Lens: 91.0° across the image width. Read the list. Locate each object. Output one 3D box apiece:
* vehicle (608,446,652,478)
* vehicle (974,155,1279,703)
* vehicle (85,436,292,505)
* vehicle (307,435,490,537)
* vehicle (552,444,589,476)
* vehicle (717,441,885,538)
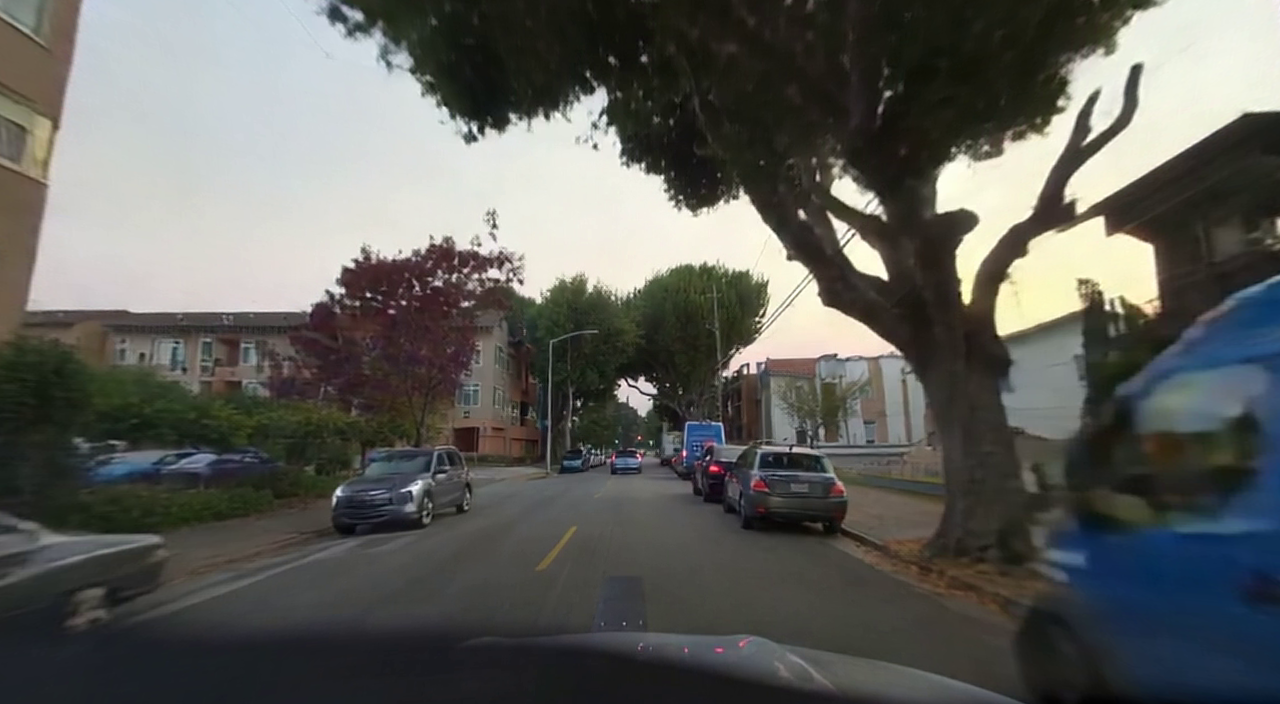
[{"bbox_3d":[-0.517,5.597,32.389,2.095,1.510,3.605,0,-8,-1],"label":"vehicle"},{"bbox_3d":[2.684,0.405,0.452,2.303,2.049,4.719,0,-8,1],"label":"vehicle"},{"bbox_3d":[-11.254,2.948,16.186,1.795,1.513,4.442,-1,-8,4],"label":"vehicle"},{"bbox_3d":[-4.819,2.668,13.458,2.090,1.497,4.639,1,-4,0],"label":"vehicle"},{"bbox_3d":[-4.506,7.029,41.288,1.951,1.662,4.046,0,-4,0],"label":"vehicle"},{"bbox_3d":[2.707,2.392,11.653,1.906,1.471,3.941,0,-8,-3],"label":"vehicle"}]
